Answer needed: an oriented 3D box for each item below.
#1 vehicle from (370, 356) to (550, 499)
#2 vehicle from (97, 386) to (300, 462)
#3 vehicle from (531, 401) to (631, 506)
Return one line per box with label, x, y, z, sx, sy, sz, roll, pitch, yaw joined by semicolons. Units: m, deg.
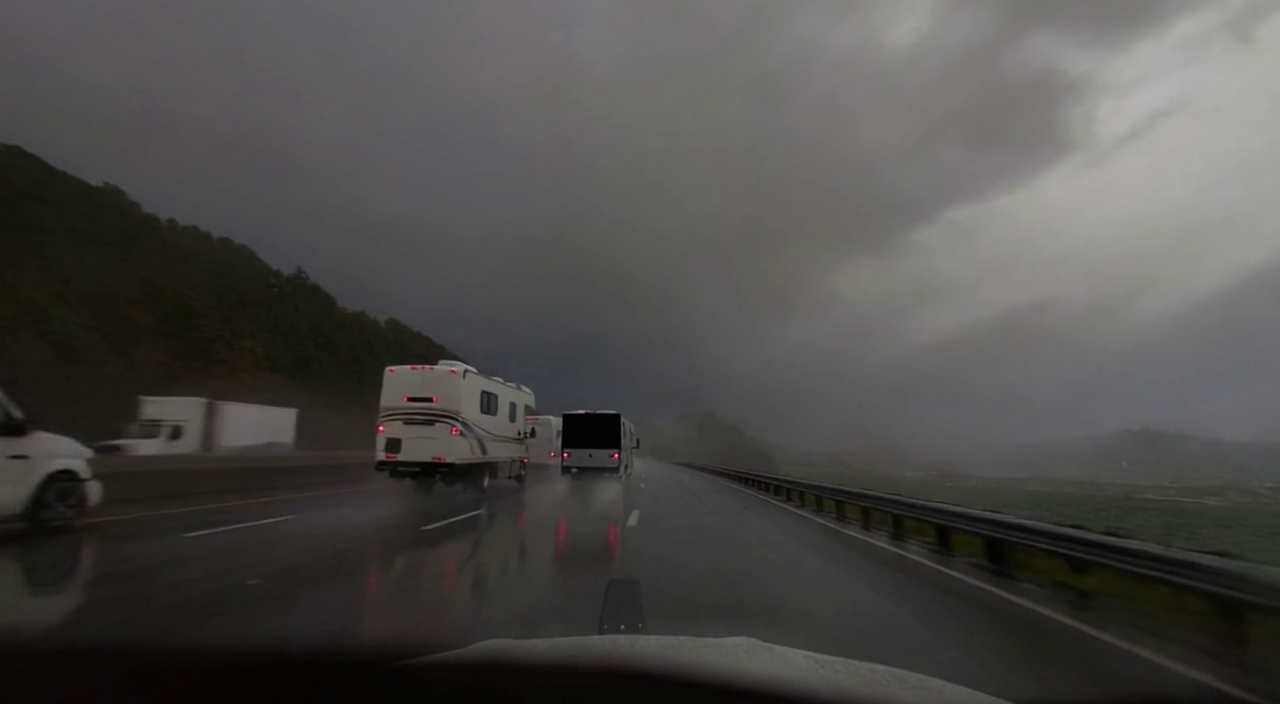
vehicle;-6.076;3.214;25.008;2.929;4.010;14.446;0;-9;0
vehicle;-25.599;4.633;38.075;2.740;3.781;13.067;0;-9;0
vehicle;-1.491;2.801;17.518;2.331;2.583;3.743;0;-9;1
